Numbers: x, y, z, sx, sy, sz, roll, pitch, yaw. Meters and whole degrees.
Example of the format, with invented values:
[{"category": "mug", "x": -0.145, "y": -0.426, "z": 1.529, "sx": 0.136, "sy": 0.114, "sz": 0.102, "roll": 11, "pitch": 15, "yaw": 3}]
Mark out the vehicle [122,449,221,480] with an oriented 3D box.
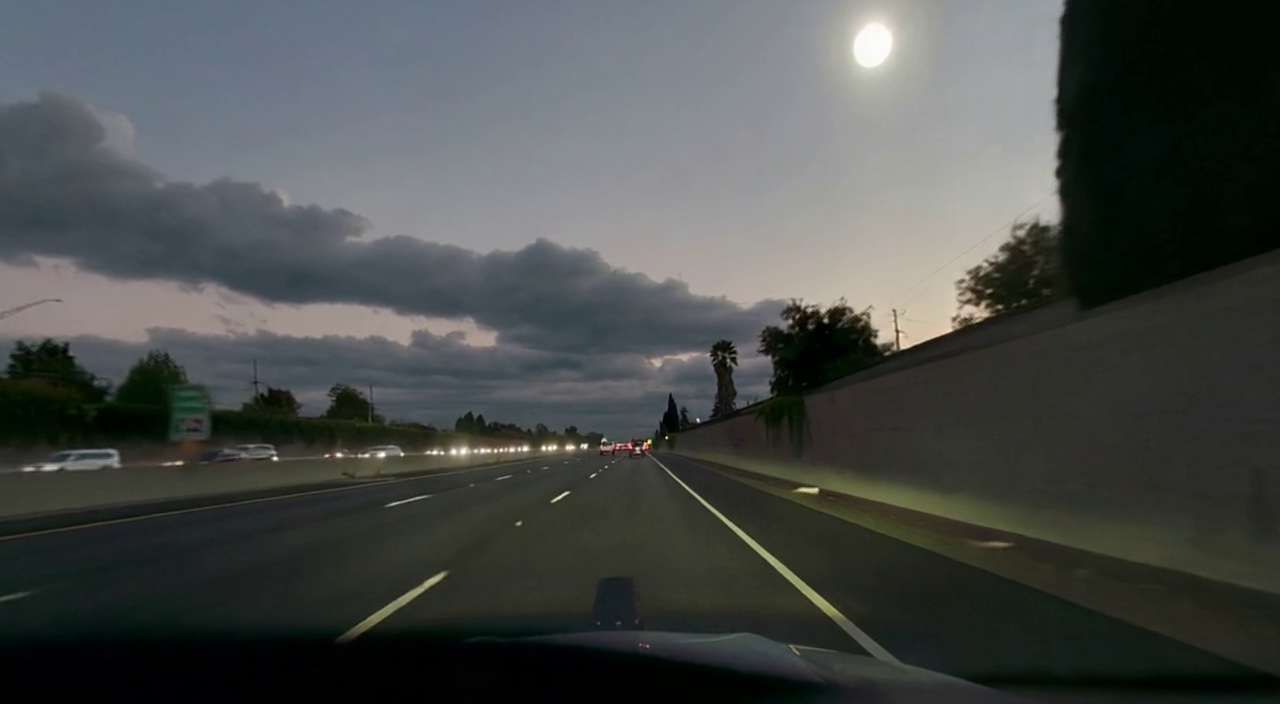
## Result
[{"category": "vehicle", "x": -25.970, "y": 6.230, "z": 35.153, "sx": 1.949, "sy": 1.620, "sz": 4.581, "roll": 0, "pitch": -9, "yaw": 1}]
